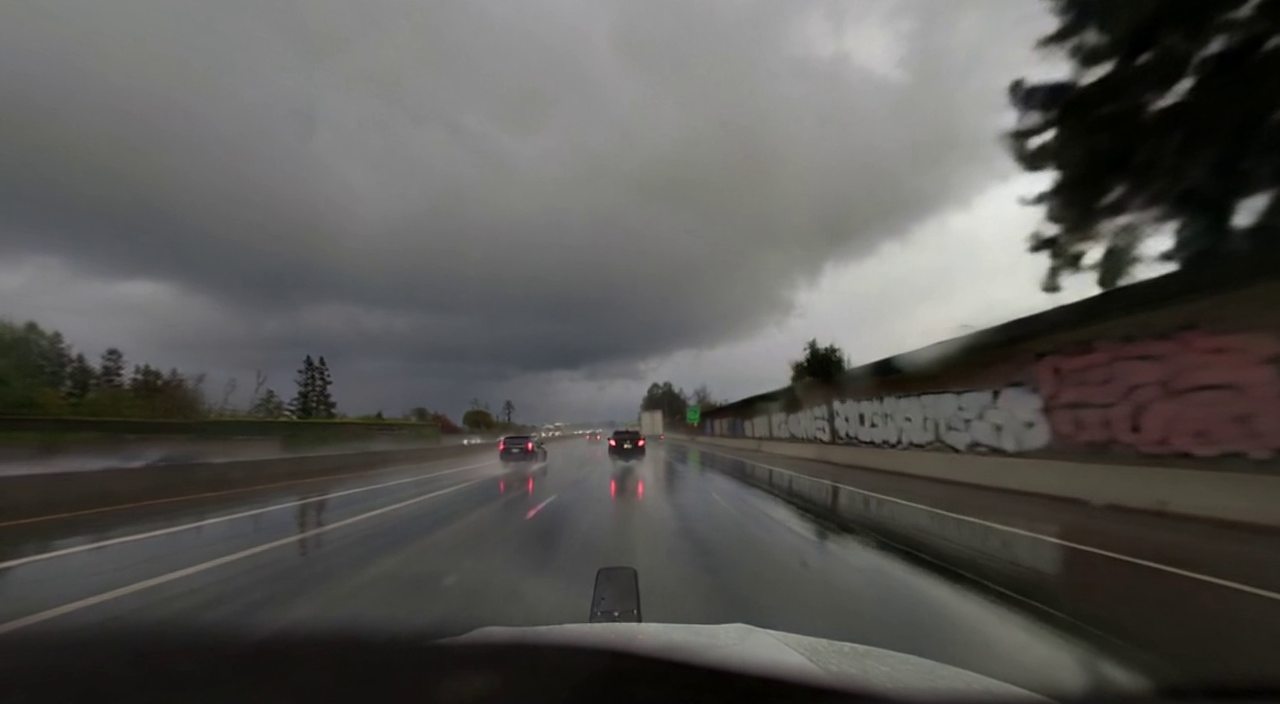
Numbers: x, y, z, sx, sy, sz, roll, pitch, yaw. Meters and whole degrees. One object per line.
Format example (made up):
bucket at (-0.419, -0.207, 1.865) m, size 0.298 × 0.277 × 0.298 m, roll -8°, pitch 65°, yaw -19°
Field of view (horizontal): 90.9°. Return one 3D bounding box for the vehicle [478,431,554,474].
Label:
vehicle at (-4.607, 3.797, 24.120) m, size 2.022 × 1.440 × 4.491 m, roll 0°, pitch -8°, yaw 0°

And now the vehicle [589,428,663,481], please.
vehicle at (-0.444, 3.123, 19.513) m, size 2.044 × 1.477 × 3.693 m, roll 0°, pitch -8°, yaw -2°
